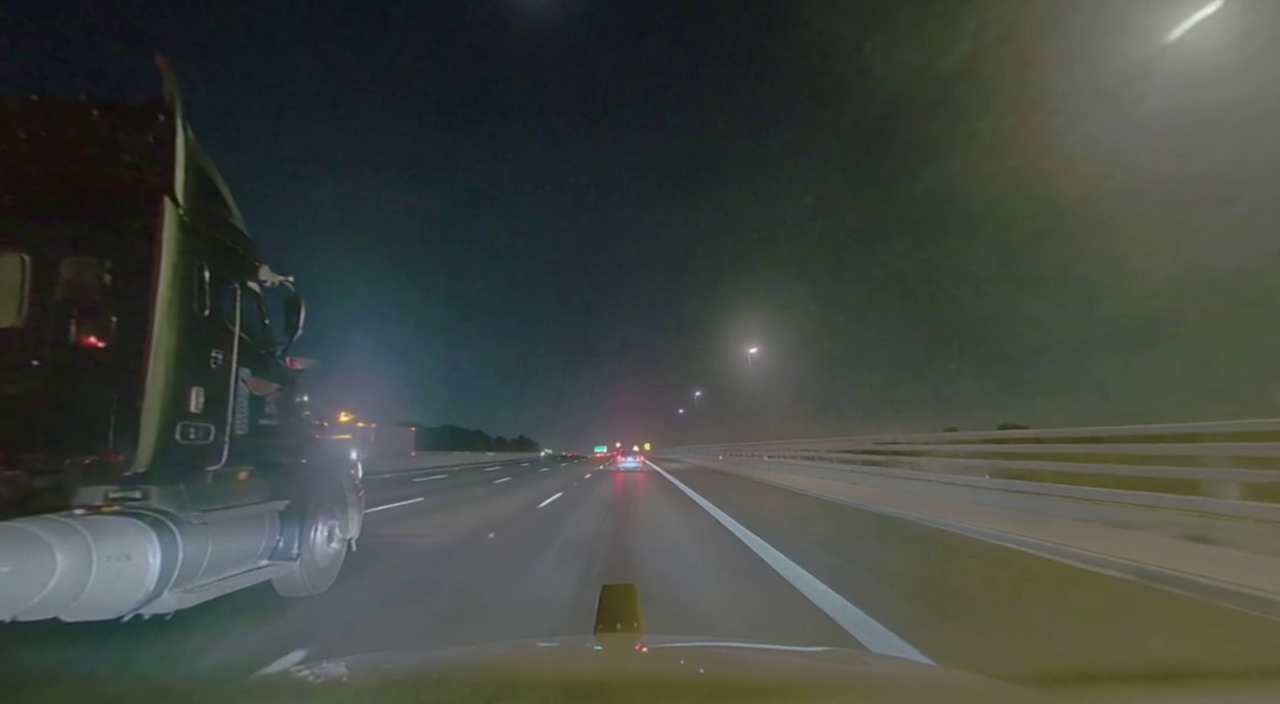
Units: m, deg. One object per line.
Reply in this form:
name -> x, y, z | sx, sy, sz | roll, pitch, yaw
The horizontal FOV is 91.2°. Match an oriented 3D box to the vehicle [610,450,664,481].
vehicle -> -0.265, 5.498, 30.738 | 2.398, 1.336, 5.698 | 0, -9, -2
